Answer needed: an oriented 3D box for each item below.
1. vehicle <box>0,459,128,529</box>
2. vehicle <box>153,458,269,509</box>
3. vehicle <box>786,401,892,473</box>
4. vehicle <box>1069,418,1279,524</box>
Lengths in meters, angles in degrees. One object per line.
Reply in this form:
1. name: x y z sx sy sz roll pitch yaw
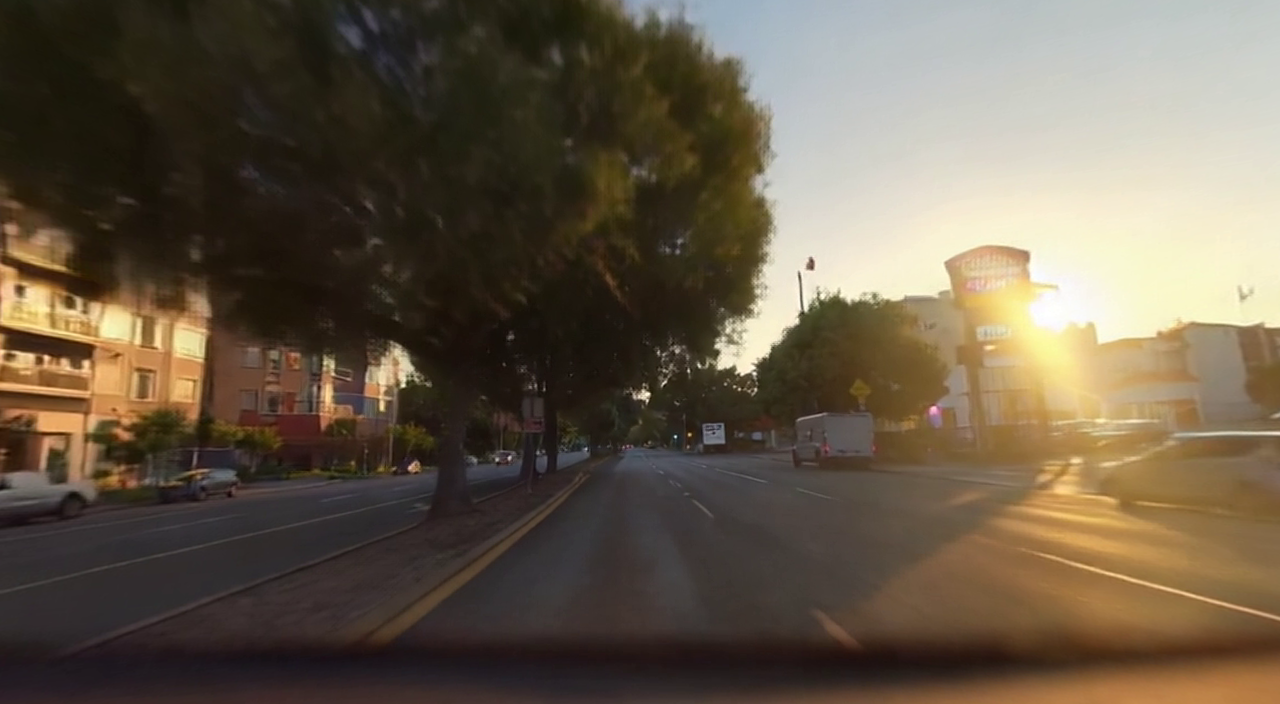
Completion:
1. vehicle: -19.095 4.311 19.072 2.247 1.820 5.907 -4 -8 2
2. vehicle: -19.339 5.900 28.815 2.042 1.773 4.914 -4 -8 -2
3. vehicle: 9.784 4.315 32.034 2.917 3.205 6.985 0 -8 -1
4. vehicle: 10.115 1.928 10.533 2.170 1.492 5.038 0 -9 -3
